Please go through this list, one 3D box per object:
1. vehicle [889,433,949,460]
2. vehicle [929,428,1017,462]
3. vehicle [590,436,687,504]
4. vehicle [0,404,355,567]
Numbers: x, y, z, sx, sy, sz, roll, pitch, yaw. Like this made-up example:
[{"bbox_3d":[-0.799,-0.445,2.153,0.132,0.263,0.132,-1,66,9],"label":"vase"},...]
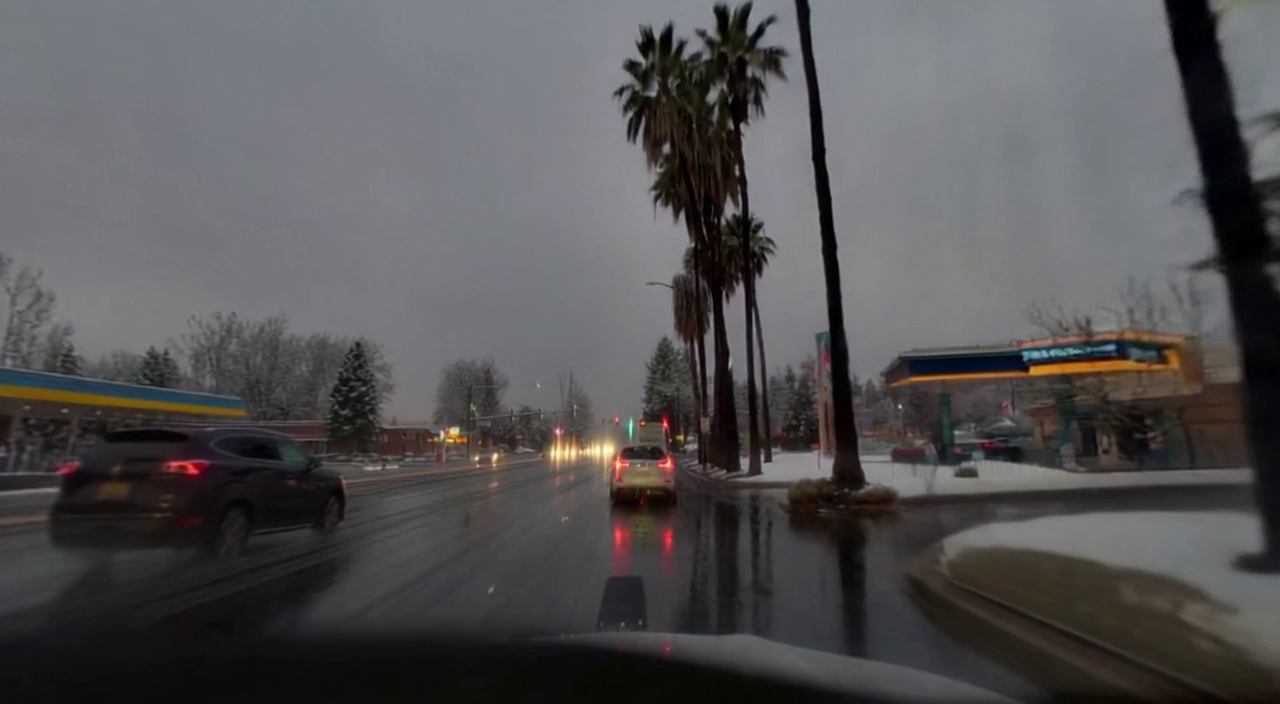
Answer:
[{"bbox_3d":[17.088,5.824,38.633,1.902,1.502,4.395,0,-9,4],"label":"vehicle"},{"bbox_3d":[17.229,4.860,32.748,2.009,1.630,4.436,1,-9,-2],"label":"vehicle"},{"bbox_3d":[0.016,2.957,16.139,2.145,1.483,4.453,0,-9,1],"label":"vehicle"},{"bbox_3d":[-6.175,1.763,8.925,2.057,1.705,4.394,0,-9,1],"label":"vehicle"}]
